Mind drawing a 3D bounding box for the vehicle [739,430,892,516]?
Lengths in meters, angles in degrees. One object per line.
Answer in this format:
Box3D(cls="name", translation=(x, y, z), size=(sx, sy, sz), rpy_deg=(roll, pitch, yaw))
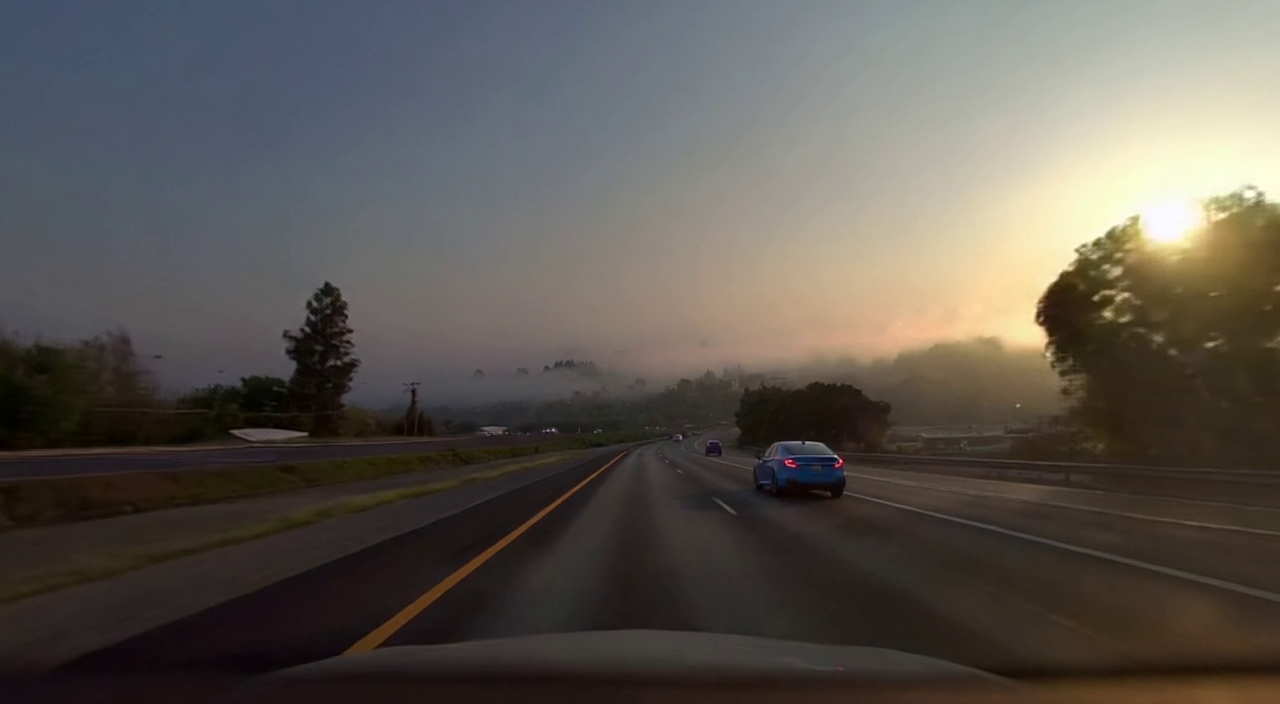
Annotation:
Box3D(cls="vehicle", translation=(3.570, 2.554, 13.800), size=(2.050, 1.546, 4.344), rpy_deg=(0, -9, -1))
